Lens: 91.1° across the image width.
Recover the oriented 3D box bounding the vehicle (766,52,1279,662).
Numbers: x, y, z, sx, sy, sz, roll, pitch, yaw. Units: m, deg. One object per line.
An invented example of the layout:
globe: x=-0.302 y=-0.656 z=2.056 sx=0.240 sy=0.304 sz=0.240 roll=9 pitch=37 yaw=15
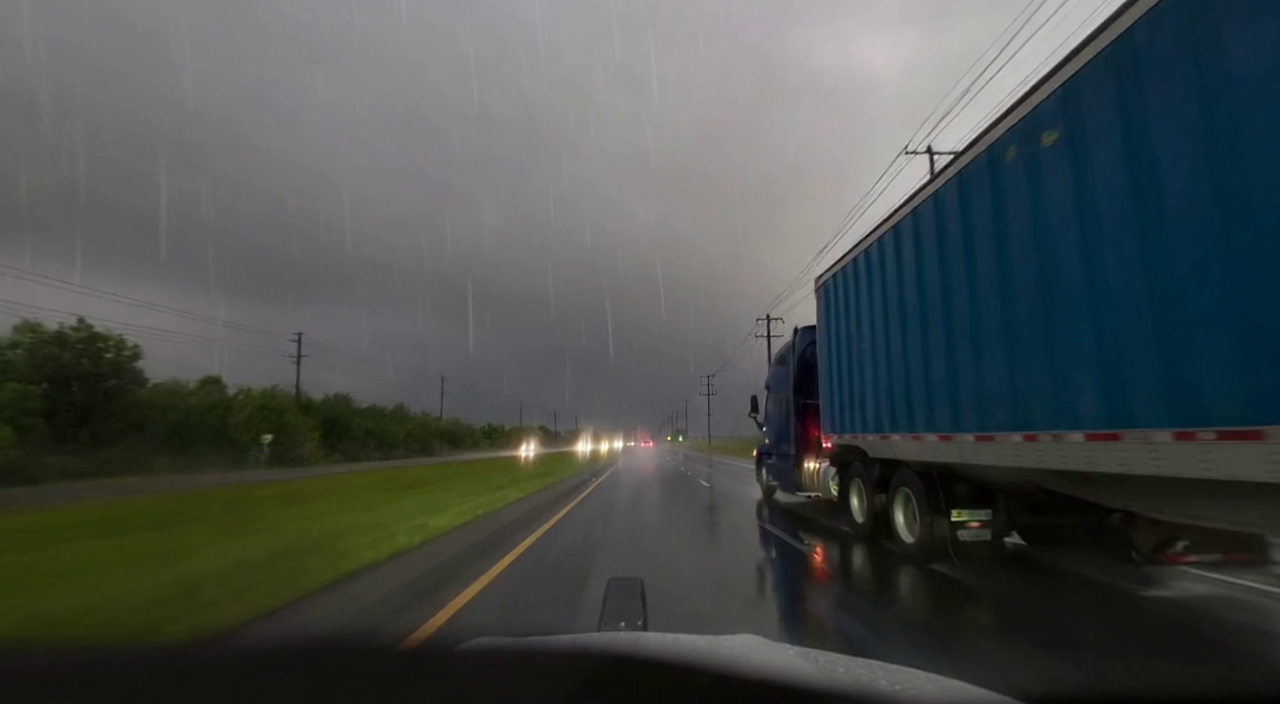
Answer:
vehicle: x=4.084 y=0.511 z=8.156 sx=3.031 sy=3.879 sz=8.478 roll=0 pitch=-8 yaw=0
